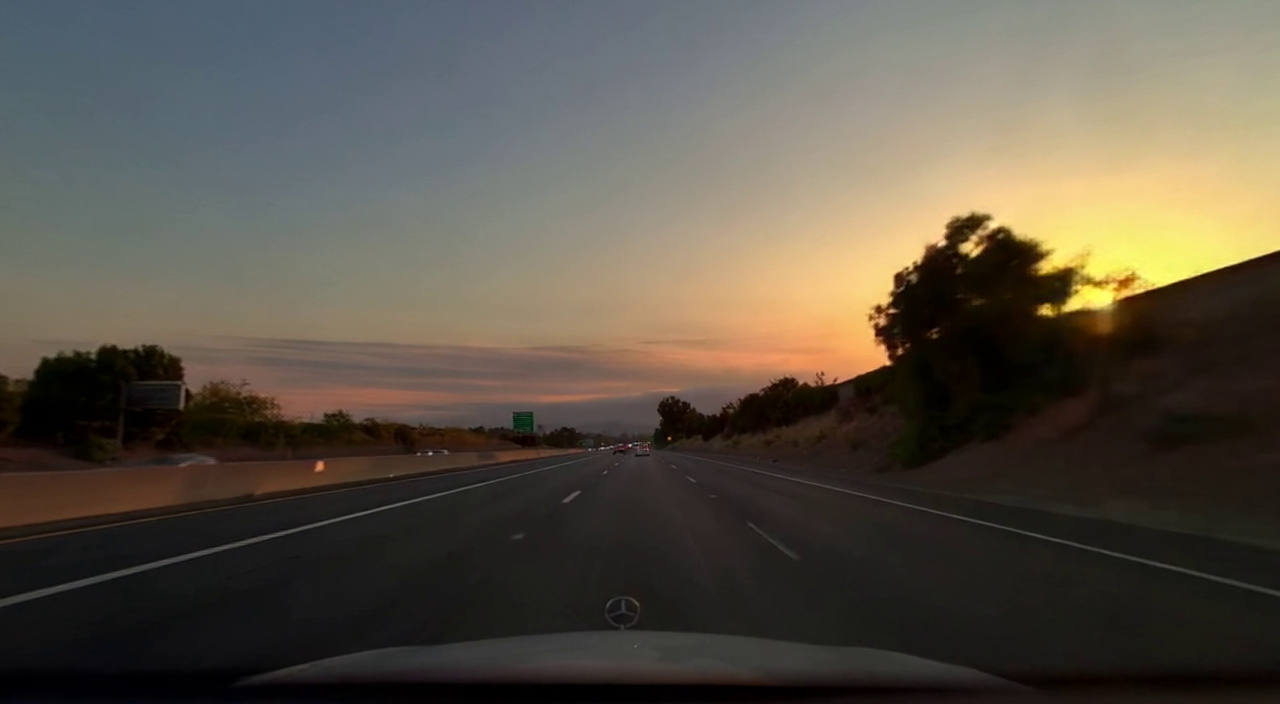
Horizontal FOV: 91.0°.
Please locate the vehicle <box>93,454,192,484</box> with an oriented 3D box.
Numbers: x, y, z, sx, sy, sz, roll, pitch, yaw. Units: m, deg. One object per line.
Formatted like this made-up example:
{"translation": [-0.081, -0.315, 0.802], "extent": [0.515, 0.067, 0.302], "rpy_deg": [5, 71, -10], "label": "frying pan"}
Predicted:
{"translation": [-28.199, 6.599, 35.912], "extent": [1.913, 1.530, 4.456], "rpy_deg": [0, -9, 1], "label": "vehicle"}
